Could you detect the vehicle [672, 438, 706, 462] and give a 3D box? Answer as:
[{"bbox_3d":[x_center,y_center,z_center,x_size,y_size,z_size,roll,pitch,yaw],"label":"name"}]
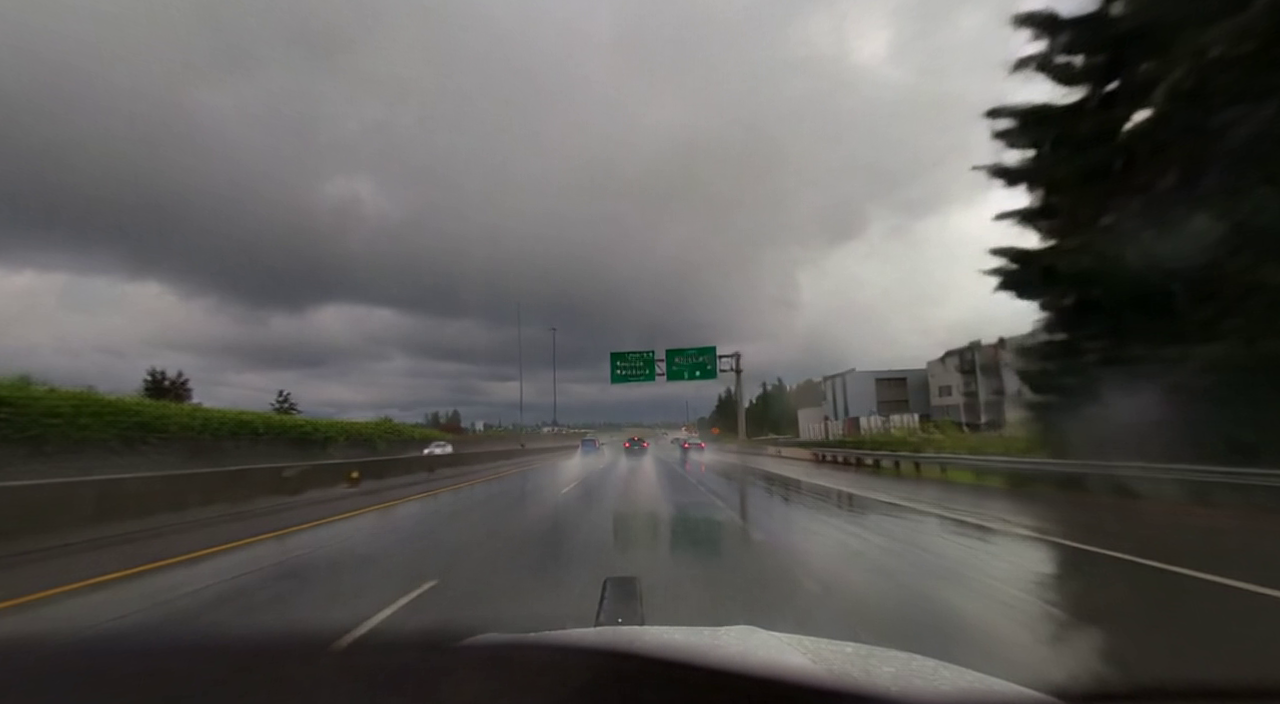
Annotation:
[{"bbox_3d":[3.367,6.795,43.804,1.992,1.532,3.996,-1,-8,-1],"label":"vehicle"}]
